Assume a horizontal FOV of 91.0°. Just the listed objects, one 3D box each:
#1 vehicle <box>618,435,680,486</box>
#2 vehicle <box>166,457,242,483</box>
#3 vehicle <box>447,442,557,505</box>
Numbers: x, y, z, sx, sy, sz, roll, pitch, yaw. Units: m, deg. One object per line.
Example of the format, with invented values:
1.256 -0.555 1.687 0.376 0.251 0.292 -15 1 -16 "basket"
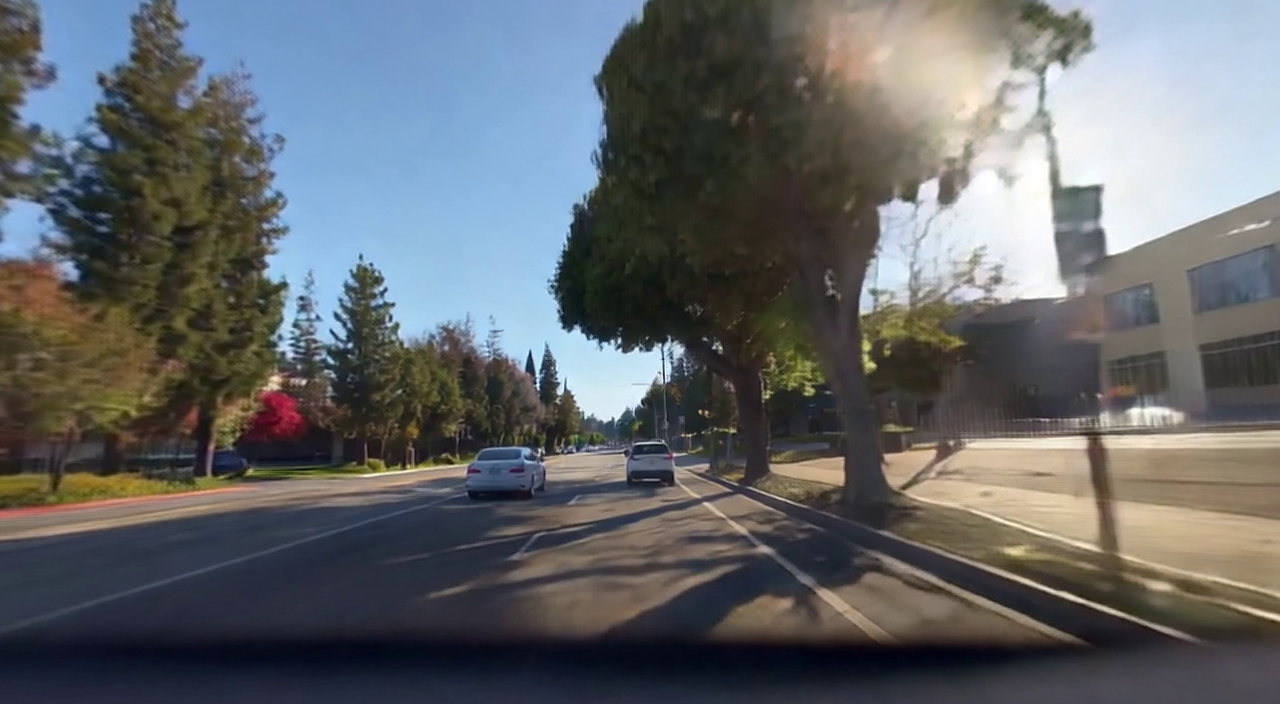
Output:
0.271 4.205 24.676 2.215 1.799 4.426 0 -9 -1 "vehicle"
-28.017 7.567 40.592 1.826 1.464 4.533 0 -9 -3 "vehicle"
-3.531 3.176 16.919 2.036 1.447 4.044 0 -9 0 "vehicle"
